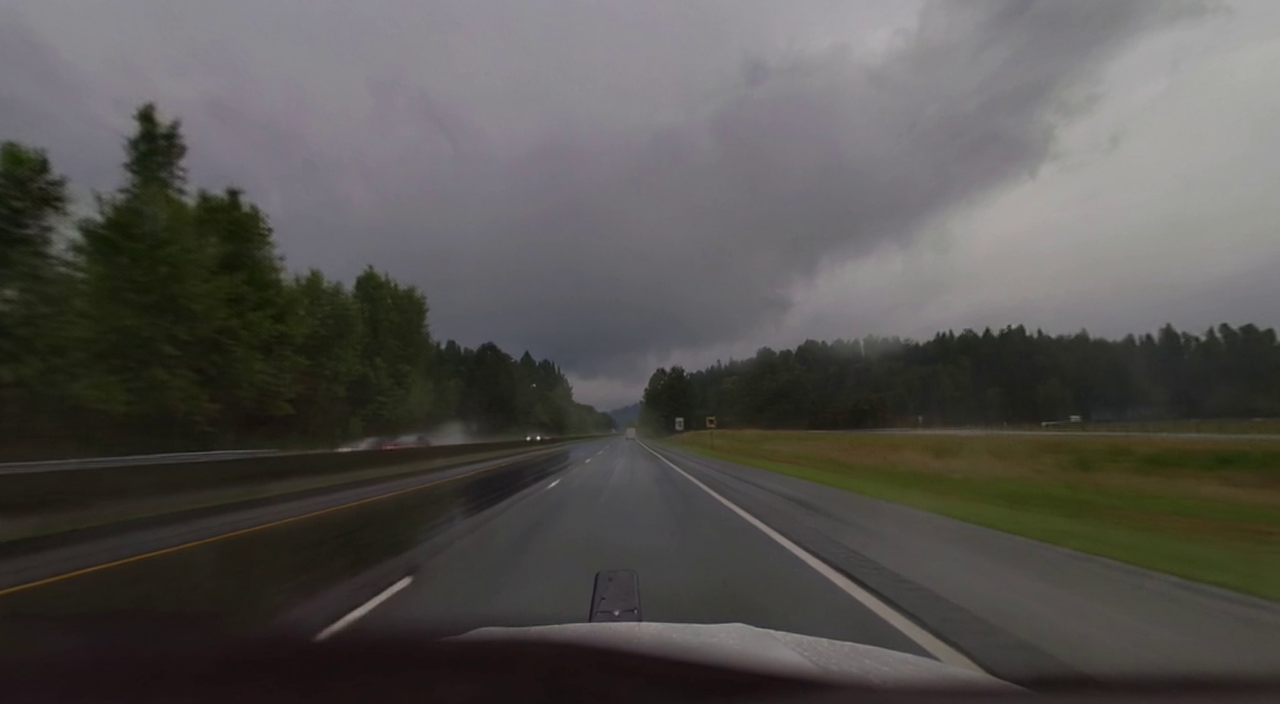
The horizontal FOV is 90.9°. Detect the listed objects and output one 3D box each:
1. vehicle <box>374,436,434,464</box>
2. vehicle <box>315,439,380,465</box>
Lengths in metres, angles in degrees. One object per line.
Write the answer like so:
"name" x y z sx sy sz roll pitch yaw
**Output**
"vehicle" -13.227 5.499 35.504 1.880 1.455 3.792 0 -8 0
"vehicle" -17.706 6.044 38.379 1.915 1.474 4.442 0 -8 -1
